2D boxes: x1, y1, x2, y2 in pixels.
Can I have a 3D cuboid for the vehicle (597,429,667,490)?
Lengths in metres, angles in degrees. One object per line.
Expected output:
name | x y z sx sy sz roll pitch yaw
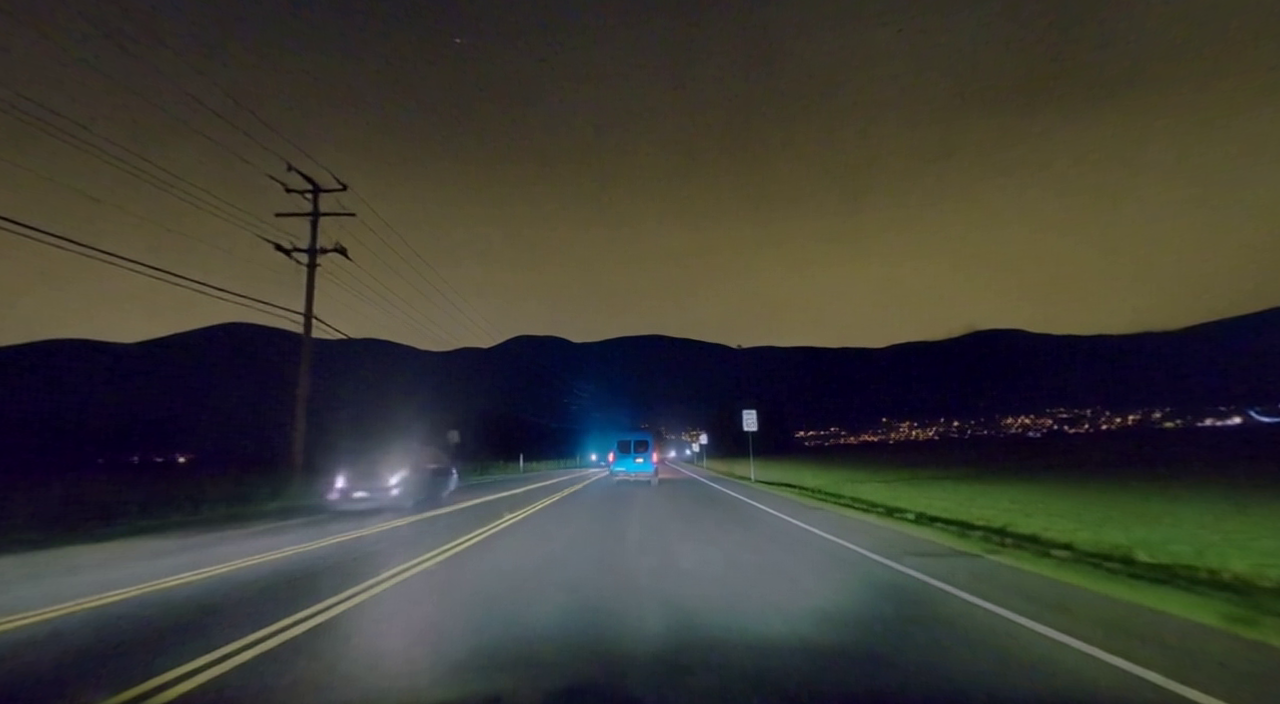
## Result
vehicle | -0.246 4.138 24.497 2.454 2.144 4.535 0 -9 1

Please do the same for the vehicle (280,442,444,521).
vehicle | -7.191 3.367 16.946 2.120 1.804 4.392 -1 -9 5
